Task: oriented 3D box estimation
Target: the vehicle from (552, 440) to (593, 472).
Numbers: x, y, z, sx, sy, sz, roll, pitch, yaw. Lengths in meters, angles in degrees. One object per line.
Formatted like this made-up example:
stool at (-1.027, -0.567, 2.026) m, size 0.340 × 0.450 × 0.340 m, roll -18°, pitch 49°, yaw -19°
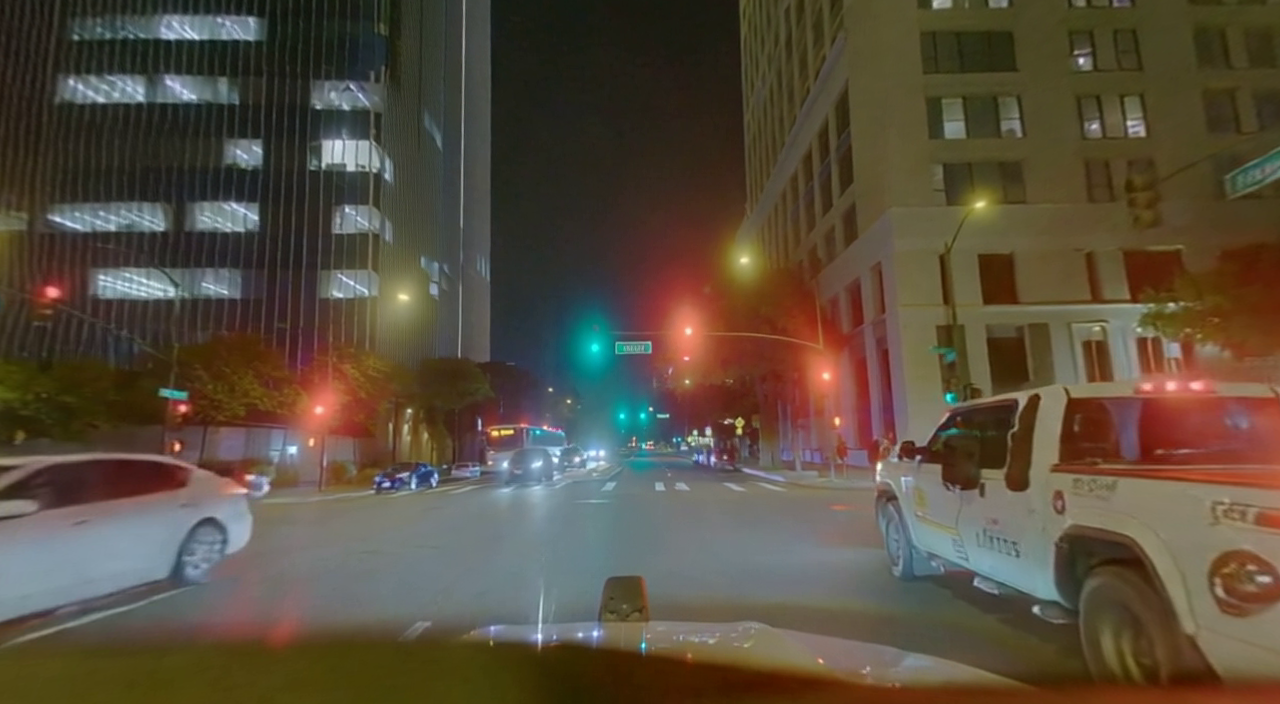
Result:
vehicle at (-4.927, 7.710, 46.866) m, size 2.304 × 2.208 × 5.200 m, roll 0°, pitch -8°, yaw 2°

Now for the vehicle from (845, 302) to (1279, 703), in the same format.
vehicle at (3.321, 1.053, 4.198) m, size 2.118 × 1.848 × 5.426 m, roll 0°, pitch -8°, yaw 0°

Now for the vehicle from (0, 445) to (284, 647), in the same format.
vehicle at (-5.641, 1.569, 5.617) m, size 1.956 × 1.457 × 4.958 m, roll 0°, pitch -8°, yaw 1°

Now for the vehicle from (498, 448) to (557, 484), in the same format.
vehicle at (-5.472, 5.579, 31.208) m, size 1.997 × 1.610 × 4.144 m, roll 0°, pitch -8°, yaw 2°

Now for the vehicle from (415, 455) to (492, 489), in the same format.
vehicle at (-9.379, 6.044, 32.181) m, size 2.003 × 1.489 × 4.656 m, roll -1°, pitch -8°, yaw 8°
